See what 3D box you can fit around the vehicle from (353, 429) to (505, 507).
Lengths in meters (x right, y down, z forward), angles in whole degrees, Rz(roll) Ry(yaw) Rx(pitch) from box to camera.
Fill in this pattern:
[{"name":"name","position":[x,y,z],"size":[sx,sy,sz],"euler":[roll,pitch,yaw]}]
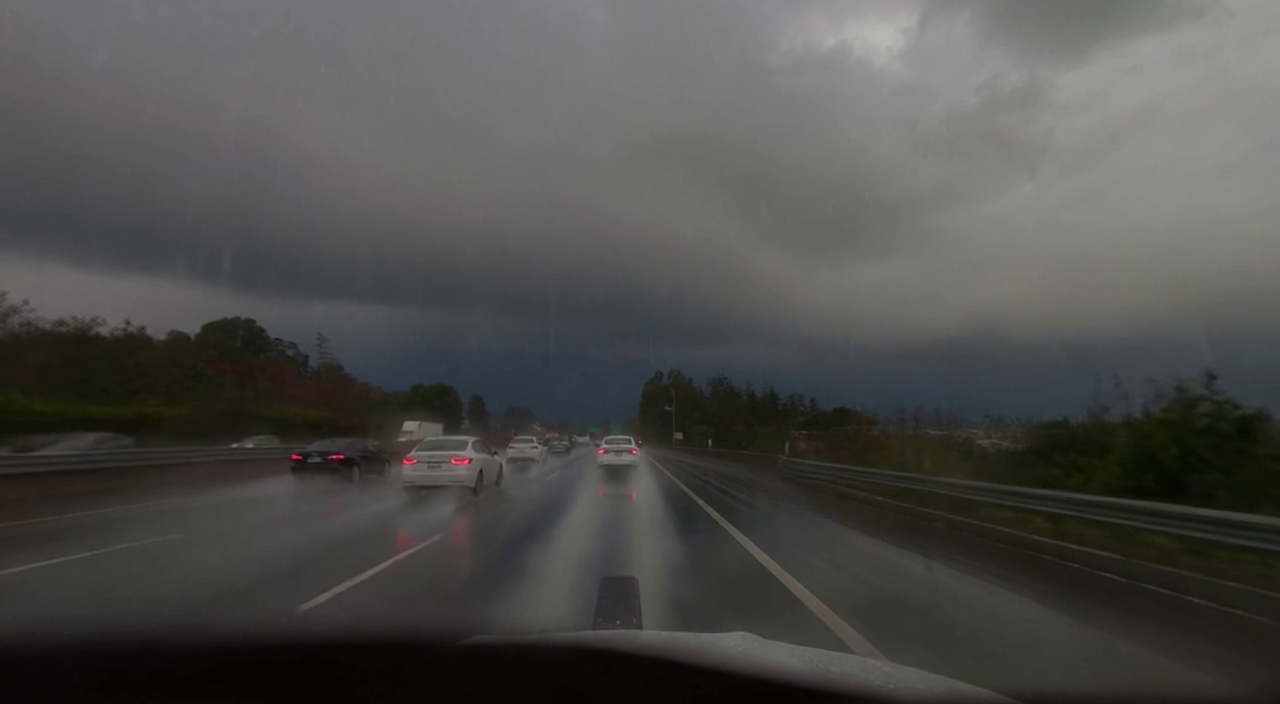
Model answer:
[{"name":"vehicle","position":[-4.518,2.514,14.269],"size":[1.971,1.464,4.386],"euler":[0,-8,-1]}]

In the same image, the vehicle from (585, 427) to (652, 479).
[{"name":"vehicle","position":[-0.737,3.554,22.477],"size":[2.178,1.658,3.916],"euler":[0,-8,-1]}]

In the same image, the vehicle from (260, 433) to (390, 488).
[{"name":"vehicle","position":[-9.258,3.187,18.904],"size":[1.850,1.439,3.932],"euler":[0,-8,0]}]

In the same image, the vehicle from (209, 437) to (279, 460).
[{"name":"vehicle","position":[-25.953,6.335,41.421],"size":[1.802,1.434,4.370],"euler":[0,-8,-1]}]

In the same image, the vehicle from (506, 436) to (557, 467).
[{"name":"vehicle","position":[-5.228,4.835,30.820],"size":[1.835,1.432,3.835],"euler":[0,-8,0]}]
